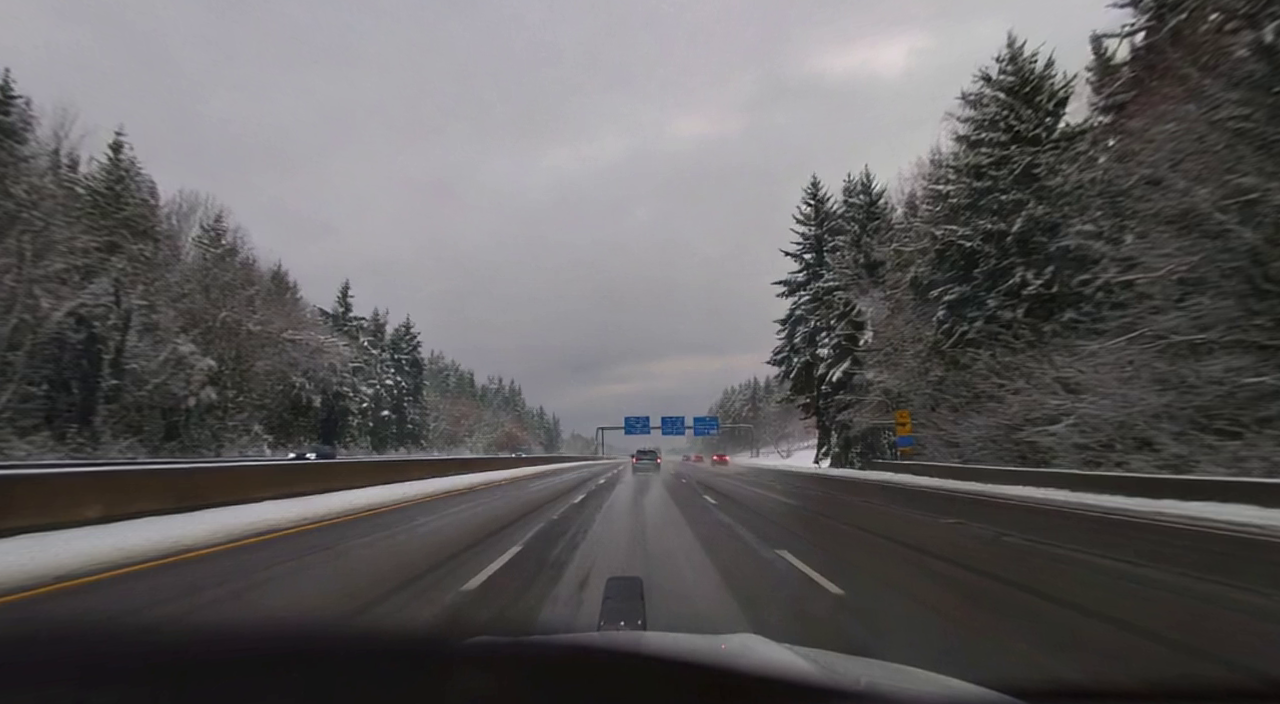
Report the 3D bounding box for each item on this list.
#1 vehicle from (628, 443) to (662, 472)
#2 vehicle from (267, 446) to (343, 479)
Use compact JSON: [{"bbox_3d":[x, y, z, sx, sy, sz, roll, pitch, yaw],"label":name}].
[{"bbox_3d":[0.319,7.096,42.403,2.167,1.847,4.097,0,-9,0],"label":"vehicle"},{"bbox_3d":[-22.015,7.272,41.696,2.304,2.014,4.802,0,-9,1],"label":"vehicle"}]
